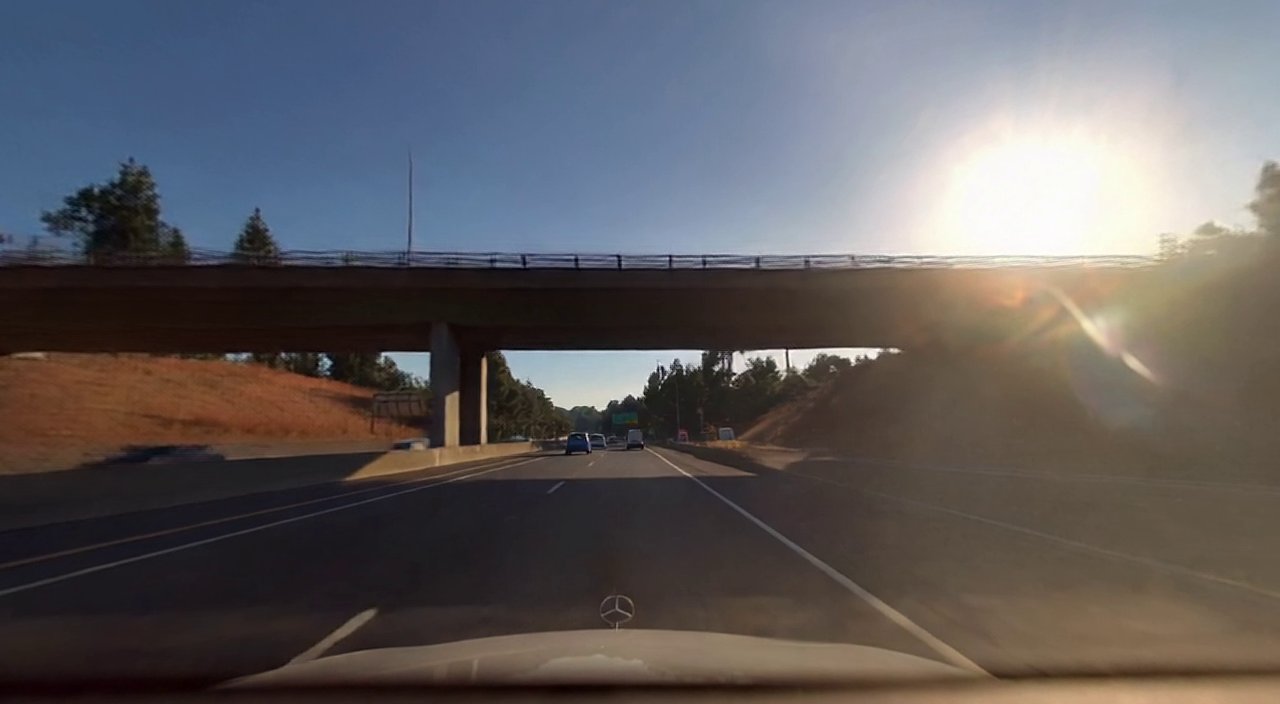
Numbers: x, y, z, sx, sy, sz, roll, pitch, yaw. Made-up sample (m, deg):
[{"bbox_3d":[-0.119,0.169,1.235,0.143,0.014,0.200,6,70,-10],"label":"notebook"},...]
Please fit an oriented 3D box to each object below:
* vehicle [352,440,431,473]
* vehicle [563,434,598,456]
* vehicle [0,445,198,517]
[{"bbox_3d":[-12.440,5.240,31.938,2.226,1.472,4.442,0,-8,-1],"label":"vehicle"},{"bbox_3d":[-4.355,6.880,46.758,2.169,1.588,4.264,0,-8,-1],"label":"vehicle"},{"bbox_3d":[-12.997,2.951,14.980,2.062,1.437,4.002,0,-8,-1],"label":"vehicle"}]
